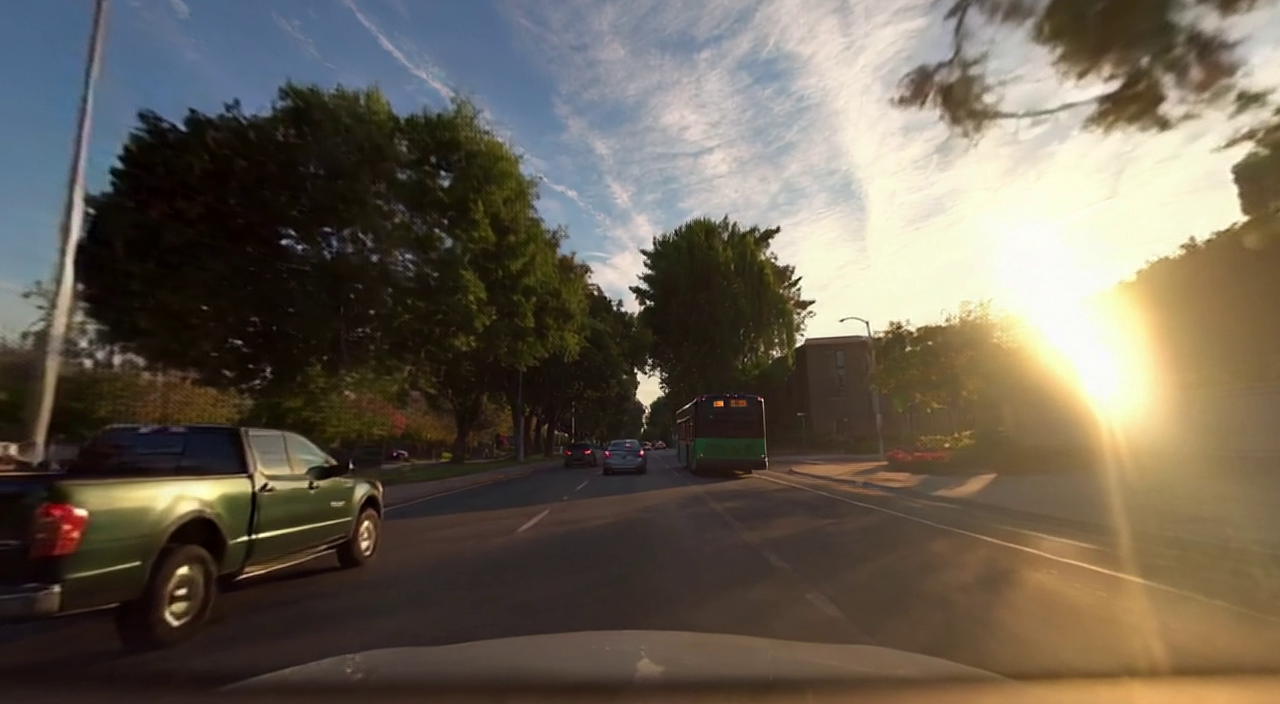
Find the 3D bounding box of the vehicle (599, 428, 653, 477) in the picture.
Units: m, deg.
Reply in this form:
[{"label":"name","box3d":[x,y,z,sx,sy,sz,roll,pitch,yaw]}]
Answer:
[{"label":"vehicle","box3d":[-0.489,4.239,26.778,2.074,1.849,5.137,0,-8,1]}]

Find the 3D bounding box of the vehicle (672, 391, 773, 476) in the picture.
[{"label":"vehicle","box3d":[3.494,4.056,30.587,3.059,3.264,12.623,0,-8,0]}]

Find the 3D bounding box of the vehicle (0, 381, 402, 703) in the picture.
[{"label":"vehicle","box3d":[-3.879,1.229,4.998,2.109,1.543,4.535,0,-8,1]}]

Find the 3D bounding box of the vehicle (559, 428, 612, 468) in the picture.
[{"label":"vehicle","box3d":[-2.971,5.444,35.947,2.513,2.066,5.820,0,-8,0]}]
